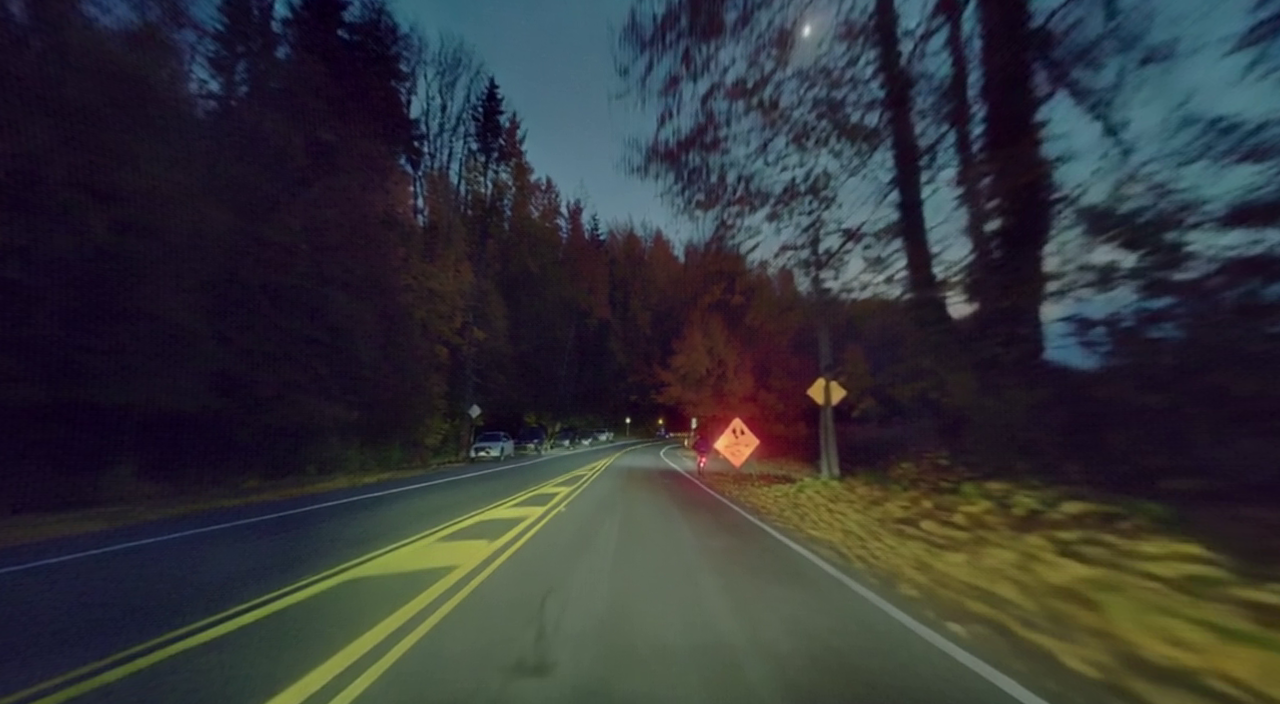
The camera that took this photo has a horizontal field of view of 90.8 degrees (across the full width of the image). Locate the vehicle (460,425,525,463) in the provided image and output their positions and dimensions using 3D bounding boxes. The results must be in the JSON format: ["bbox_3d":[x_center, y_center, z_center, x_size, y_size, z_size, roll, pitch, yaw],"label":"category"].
[{"bbox_3d":[-7.686,4.837,33.360,1.991,1.759,4.443,-3,-8,5],"label":"vehicle"}]

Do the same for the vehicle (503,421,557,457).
[{"bbox_3d":[-7.090,5.688,41.231,2.312,2.075,5.748,-3,-9,2],"label":"vehicle"}]
